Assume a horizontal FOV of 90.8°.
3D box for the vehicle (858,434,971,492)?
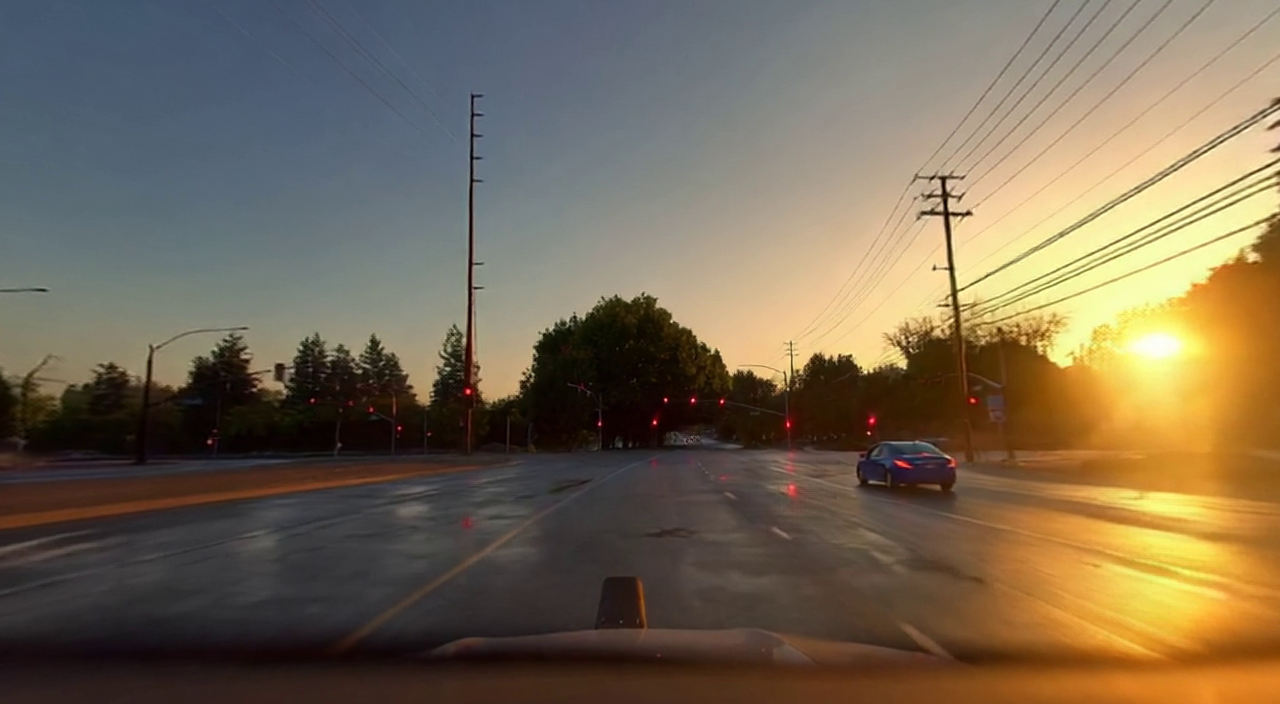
[{"bbox_3d":[8.036,3.274,18.893,1.797,1.544,3.685,0,-9,2],"label":"vehicle"}]
